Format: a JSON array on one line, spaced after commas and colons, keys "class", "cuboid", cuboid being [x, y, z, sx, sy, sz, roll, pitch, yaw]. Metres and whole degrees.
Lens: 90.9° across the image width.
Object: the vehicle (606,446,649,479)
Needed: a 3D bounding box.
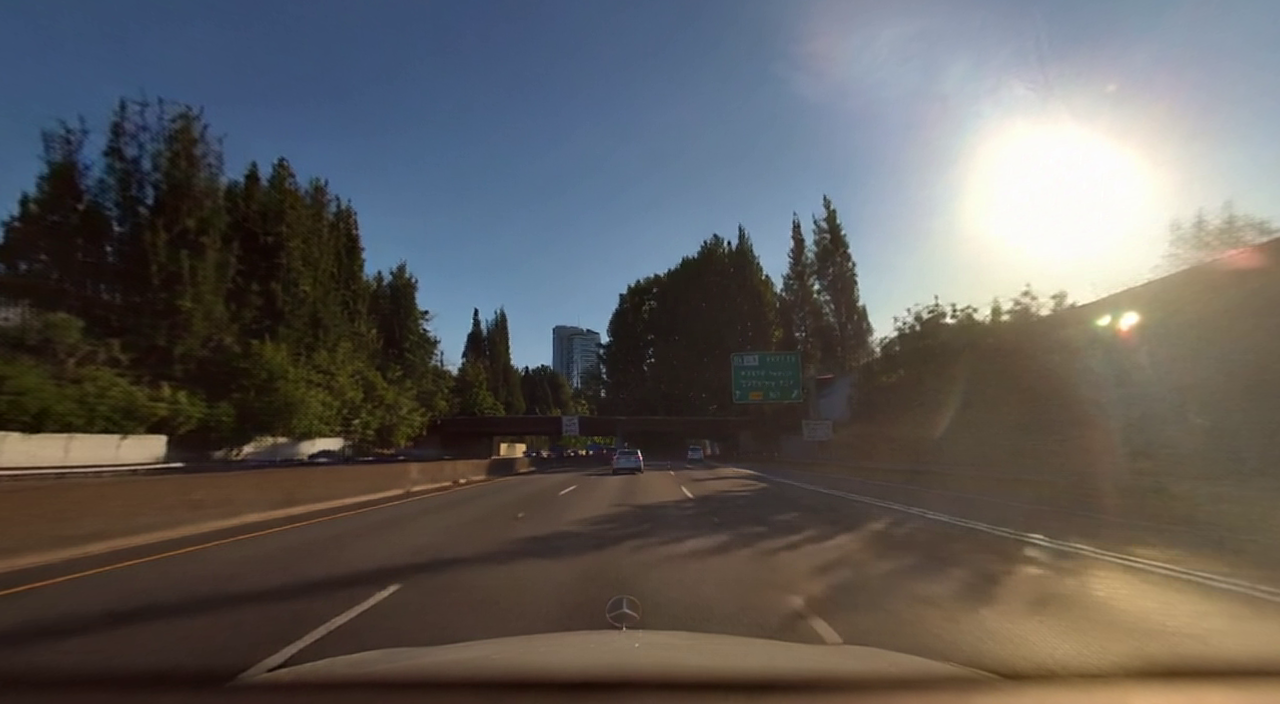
[{"class": "vehicle", "cuboid": [-0.568, 5.582, 32.064, 2.035, 1.513, 4.272, 0, -9, 1]}]
